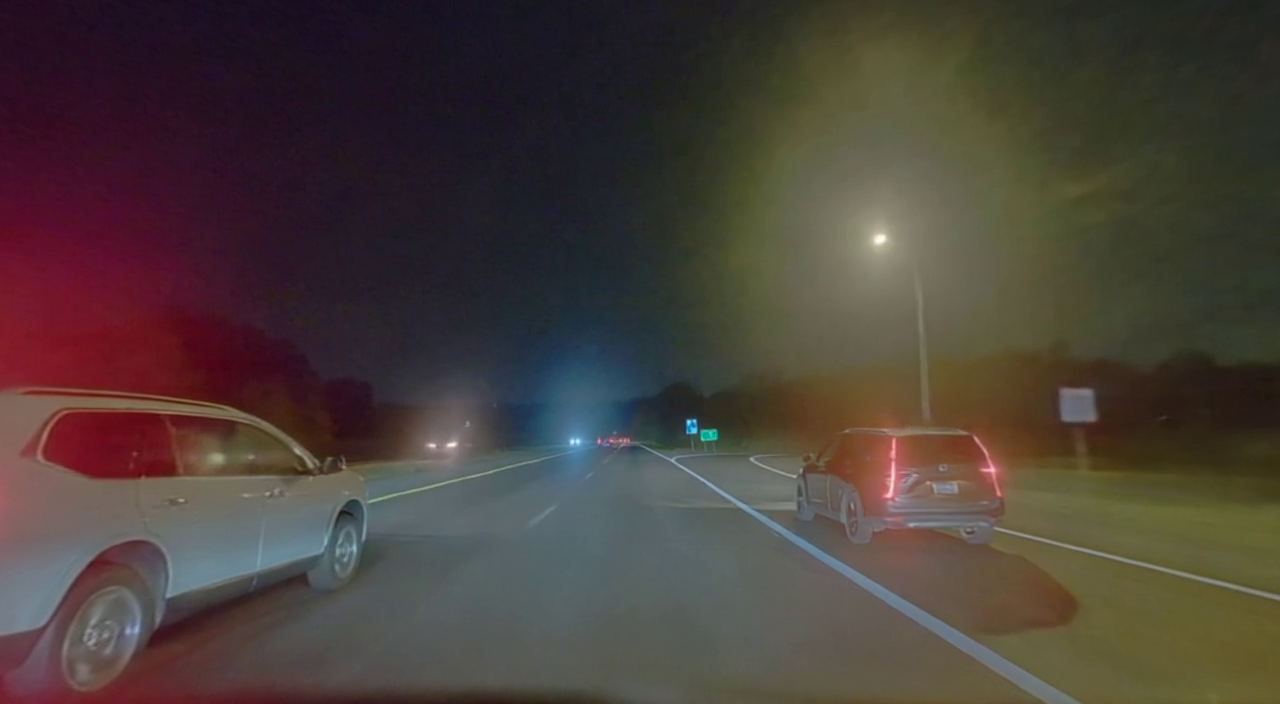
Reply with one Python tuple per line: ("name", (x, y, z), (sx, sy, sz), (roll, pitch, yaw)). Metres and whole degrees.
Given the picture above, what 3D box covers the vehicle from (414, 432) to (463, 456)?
("vehicle", (-13.067, 5.983, 40.976), (1.851, 1.500, 4.375), (0, -8, -1))
